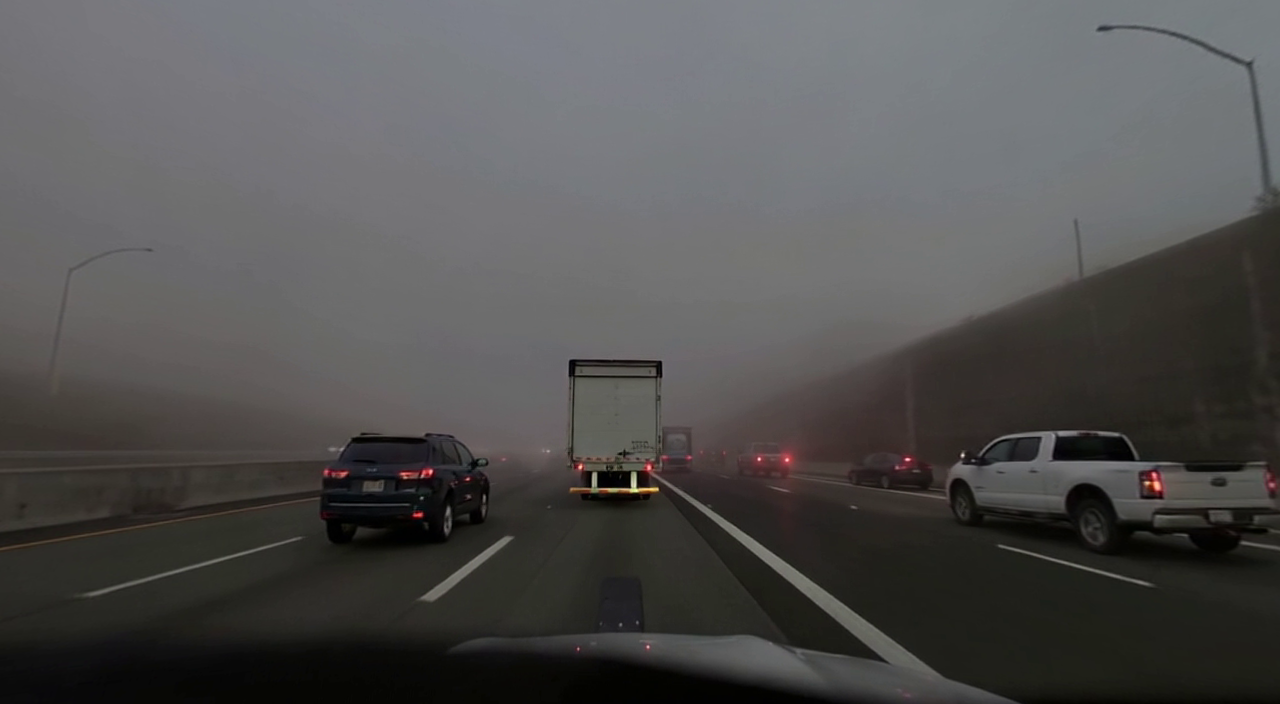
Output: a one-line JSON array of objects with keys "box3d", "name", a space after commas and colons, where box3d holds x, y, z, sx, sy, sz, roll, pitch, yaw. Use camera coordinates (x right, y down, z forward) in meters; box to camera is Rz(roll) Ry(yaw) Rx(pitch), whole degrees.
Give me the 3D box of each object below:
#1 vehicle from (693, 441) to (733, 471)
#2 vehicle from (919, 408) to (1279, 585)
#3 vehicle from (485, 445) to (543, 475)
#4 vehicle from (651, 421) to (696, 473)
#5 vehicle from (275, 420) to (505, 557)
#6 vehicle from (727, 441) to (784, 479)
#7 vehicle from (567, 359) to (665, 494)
[{"box3d": [5.583, 8.030, 49.015, 2.297, 2.116, 5.052, 0, -9, -3], "name": "vehicle"}, {"box3d": [6.234, 1.813, 8.860, 2.188, 1.731, 5.031, 0, -9, -2], "name": "vehicle"}, {"box3d": [-6.700, 5.786, 34.154, 1.973, 1.471, 4.779, -1, -9, 3], "name": "vehicle"}, {"box3d": [2.347, 7.135, 47.610, 2.669, 3.491, 8.645, 0, -9, -1], "name": "vehicle"}, {"box3d": [-3.488, 1.980, 9.822, 1.946, 1.641, 4.105, 0, -9, -1], "name": "vehicle"}, {"box3d": [6.147, 5.796, 34.209, 2.070, 1.888, 4.546, 0, -9, -3], "name": "vehicle"}, {"box3d": [-0.756, 3.018, 24.304, 2.906, 4.040, 10.743, 0, -9, 0], "name": "vehicle"}]
